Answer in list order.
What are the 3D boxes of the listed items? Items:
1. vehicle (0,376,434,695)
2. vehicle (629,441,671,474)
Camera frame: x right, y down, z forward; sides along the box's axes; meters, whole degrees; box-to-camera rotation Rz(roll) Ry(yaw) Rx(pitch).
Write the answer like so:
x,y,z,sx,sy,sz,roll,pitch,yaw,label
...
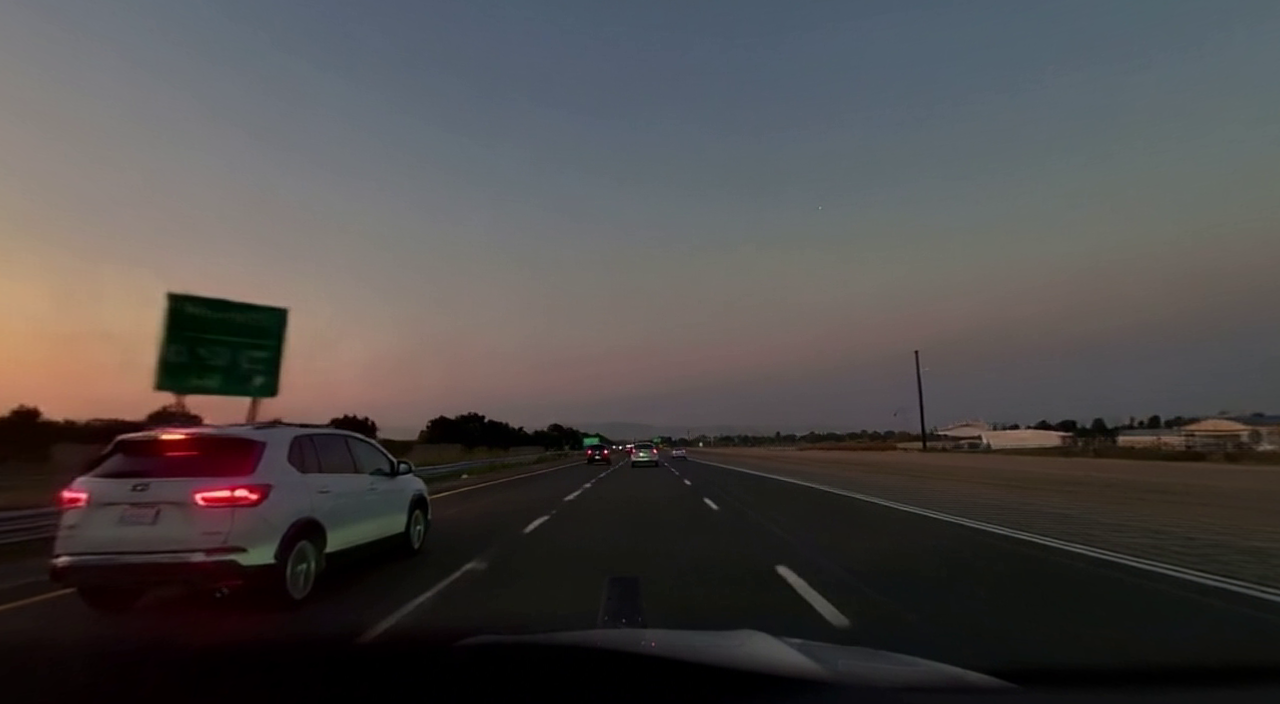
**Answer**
x,y,z,sx,sy,sz,roll,pitch,yaw,label
-3.872,1.354,5.890,2.239,1.761,4.620,0,-8,1,vehicle
0.463,5.346,32.118,2.000,1.558,3.945,0,-8,0,vehicle
